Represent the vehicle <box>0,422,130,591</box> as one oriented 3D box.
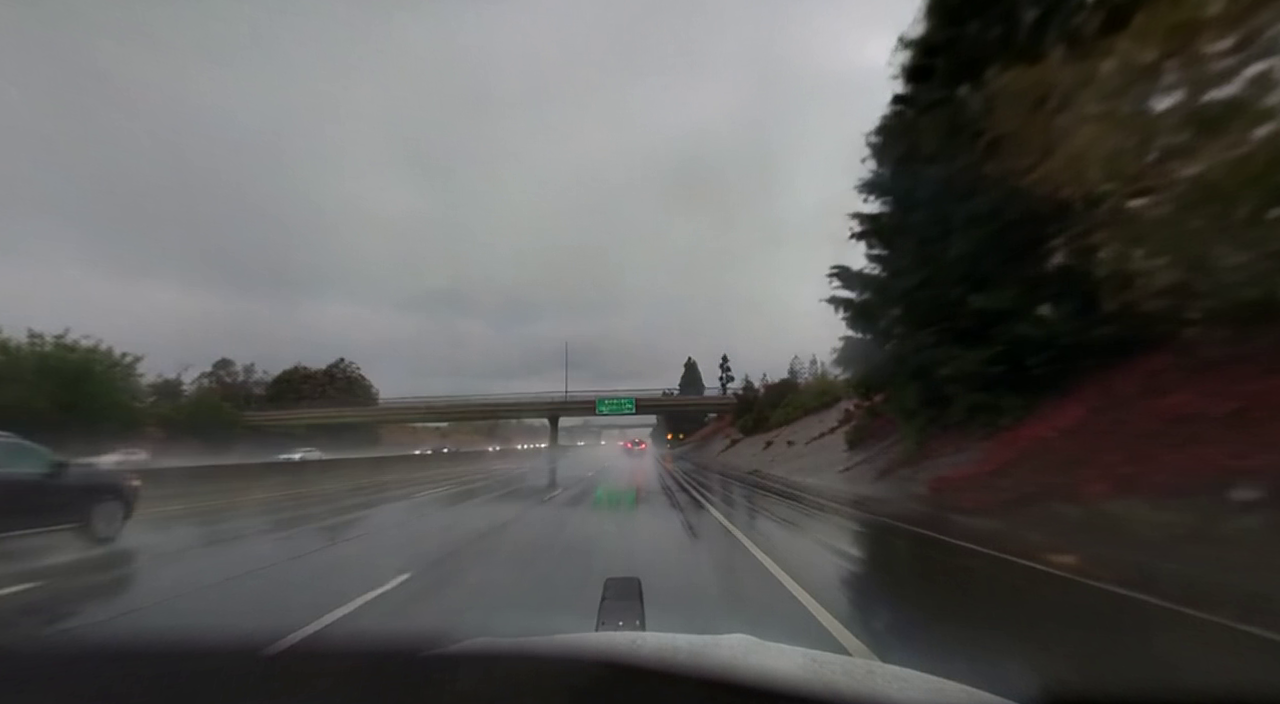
[{"bbox_3d":[-6.905,1.279,4.825,1.916,1.545,4.757,0,-8,1],"label":"vehicle"}]
